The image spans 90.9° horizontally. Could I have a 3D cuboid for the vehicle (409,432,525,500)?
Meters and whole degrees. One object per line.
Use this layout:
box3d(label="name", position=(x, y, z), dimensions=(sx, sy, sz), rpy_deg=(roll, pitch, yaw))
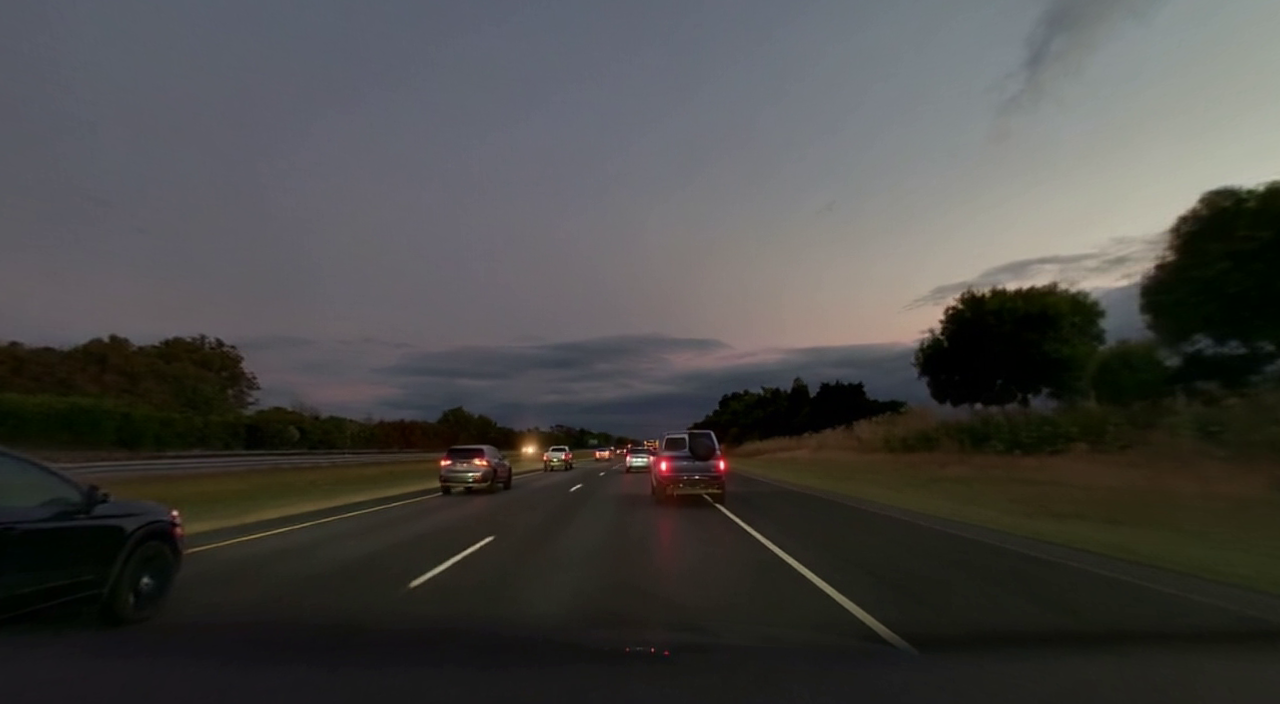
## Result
box3d(label="vehicle", position=(-4.684, 3.148, 17.769), dimensions=(1.934, 1.642, 4.201), rpy_deg=(0, -9, 2))

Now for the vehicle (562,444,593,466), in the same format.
box3d(label="vehicle", position=(-4.526, 7.524, 46.152), dimensions=(1.855, 1.527, 4.209), rpy_deg=(0, -9, 0))

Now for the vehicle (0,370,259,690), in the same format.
box3d(label="vehicle", position=(-4.335, 0.939, 3.357), dimensions=(2.034, 1.642, 3.969), rpy_deg=(0, -9, 1))

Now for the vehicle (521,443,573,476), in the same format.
box3d(label="vehicle", position=(-4.450, 5.191, 30.680), dimensions=(1.867, 1.489, 3.829), rpy_deg=(0, -9, 1))

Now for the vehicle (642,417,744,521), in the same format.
box3d(label="vehicle", position=(0.987, 2.473, 13.738), dimensions=(1.825, 1.920, 3.960), rpy_deg=(0, -9, 0))
